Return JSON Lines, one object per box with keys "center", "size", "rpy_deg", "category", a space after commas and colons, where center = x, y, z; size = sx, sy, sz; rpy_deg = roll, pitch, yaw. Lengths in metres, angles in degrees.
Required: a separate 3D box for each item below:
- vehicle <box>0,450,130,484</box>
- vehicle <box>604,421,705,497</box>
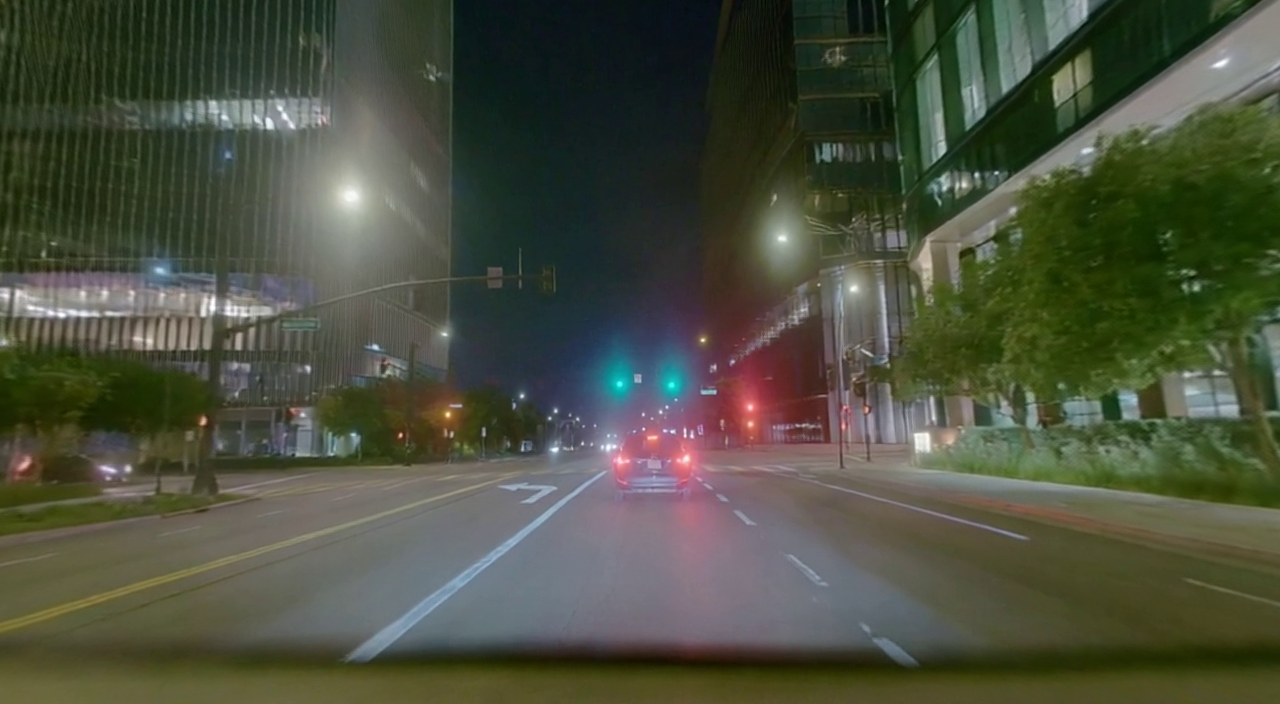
{"center": [-27.254, 5.422, 29.810], "size": [4.494, 1.475, 1.893], "rpy_deg": [0, -8, -1], "category": "vehicle"}
{"center": [0.309, 2.603, 15.774], "size": [2.184, 1.640, 4.086], "rpy_deg": [0, -8, 0], "category": "vehicle"}
